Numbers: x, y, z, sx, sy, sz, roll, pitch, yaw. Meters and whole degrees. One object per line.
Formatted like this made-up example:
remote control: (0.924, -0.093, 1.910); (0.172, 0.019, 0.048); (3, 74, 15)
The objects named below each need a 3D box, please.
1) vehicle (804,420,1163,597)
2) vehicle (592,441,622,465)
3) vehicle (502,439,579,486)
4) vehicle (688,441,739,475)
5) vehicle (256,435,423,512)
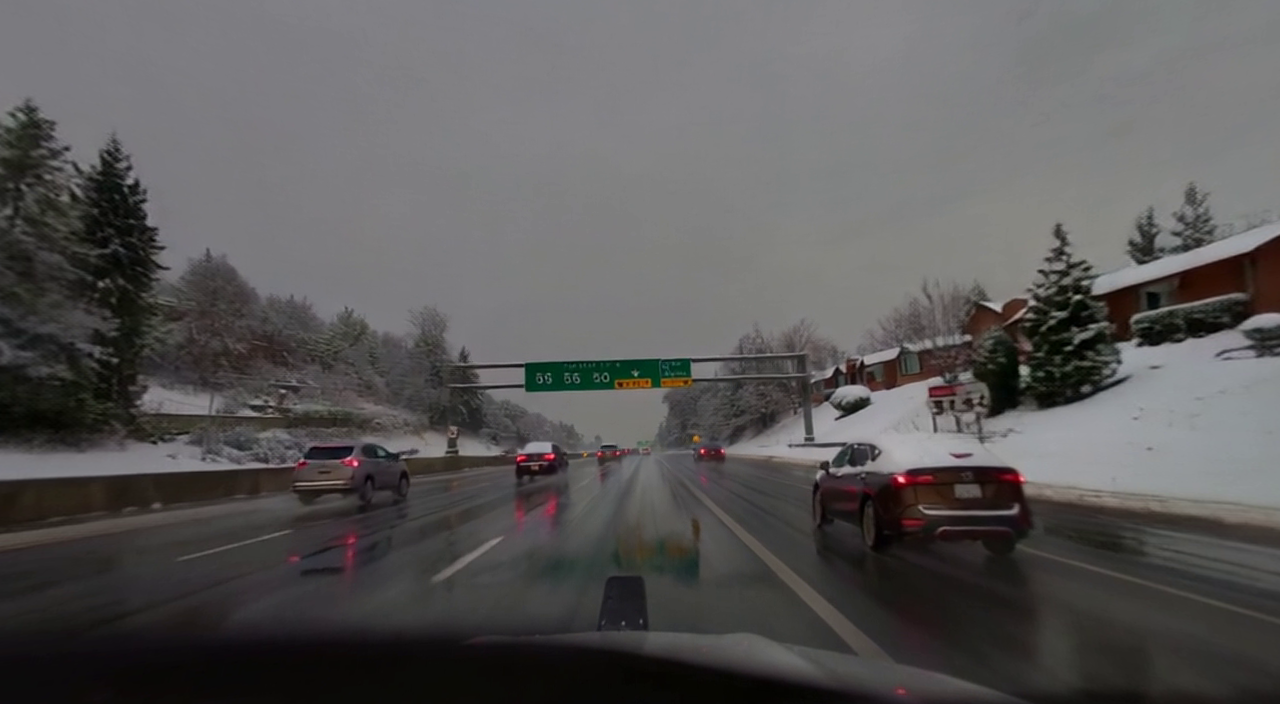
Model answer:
vehicle: (3.539, 1.672, 7.657); (1.912, 1.509, 4.291); (0, -8, 0)
vehicle: (-2.572, 7.989, 49.980); (2.183, 1.764, 4.134); (0, -8, -1)
vehicle: (-3.630, 4.119, 23.882); (2.136, 1.571, 4.285); (0, -8, 1)
vehicle: (3.346, 4.896, 29.309); (1.854, 1.438, 3.954); (0, -8, 0)
vehicle: (-7.329, 2.977, 15.984); (2.057, 1.681, 4.277); (0, -8, 1)
